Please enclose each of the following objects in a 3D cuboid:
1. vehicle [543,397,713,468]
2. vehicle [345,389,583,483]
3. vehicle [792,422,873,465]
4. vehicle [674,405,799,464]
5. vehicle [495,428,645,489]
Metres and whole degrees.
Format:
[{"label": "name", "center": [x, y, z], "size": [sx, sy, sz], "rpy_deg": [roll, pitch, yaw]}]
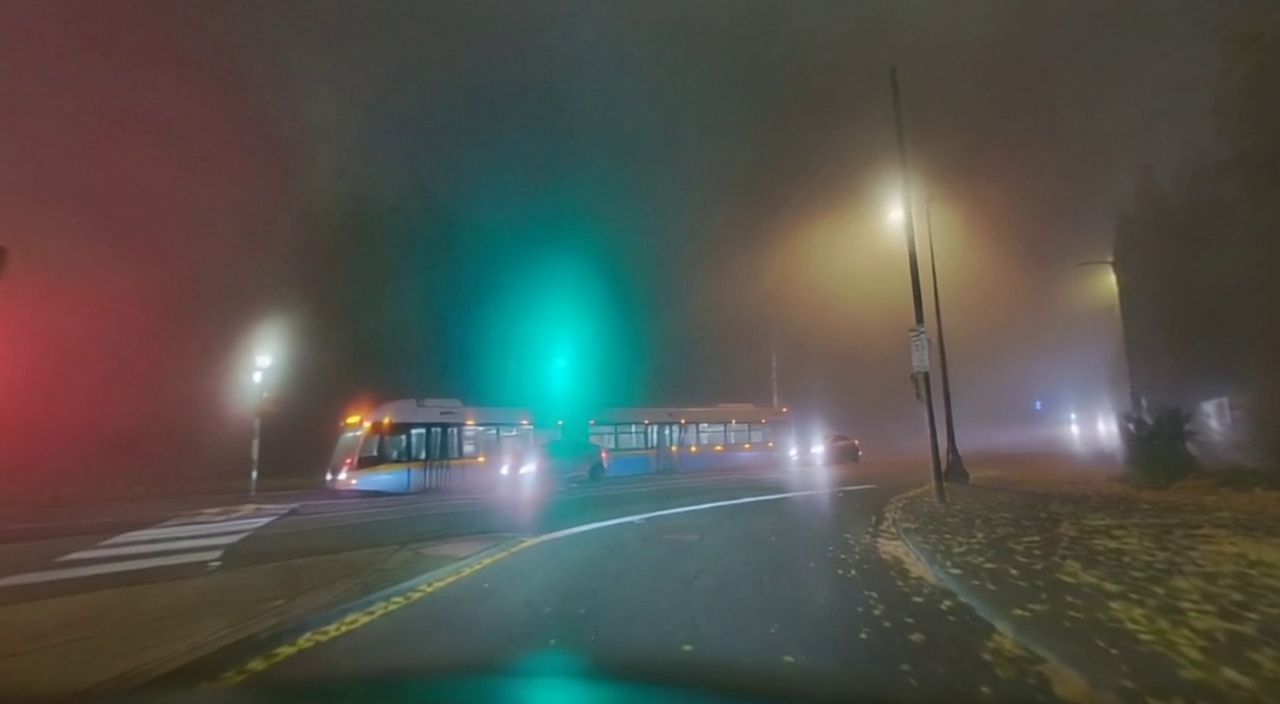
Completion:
[{"label": "vehicle", "center": [-0.361, 4.728, 36.097], "size": [10.440, 3.509, 2.903], "rpy_deg": [8, -12, -42]}, {"label": "vehicle", "center": [-7.727, 3.982, 29.323], "size": [10.391, 3.725, 2.904], "rpy_deg": [7, -12, -41]}, {"label": "vehicle", "center": [10.124, 4.816, 32.851], "size": [4.386, 2.070, 2.092], "rpy_deg": [8, -12, -44]}, {"label": "vehicle", "center": [6.858, 5.560, 42.846], "size": [2.878, 3.618, 10.068], "rpy_deg": [-10, -11, 44]}, {"label": "vehicle", "center": [-2.230, 3.505, 20.885], "size": [4.687, 1.760, 2.028], "rpy_deg": [8, -12, -44]}]
